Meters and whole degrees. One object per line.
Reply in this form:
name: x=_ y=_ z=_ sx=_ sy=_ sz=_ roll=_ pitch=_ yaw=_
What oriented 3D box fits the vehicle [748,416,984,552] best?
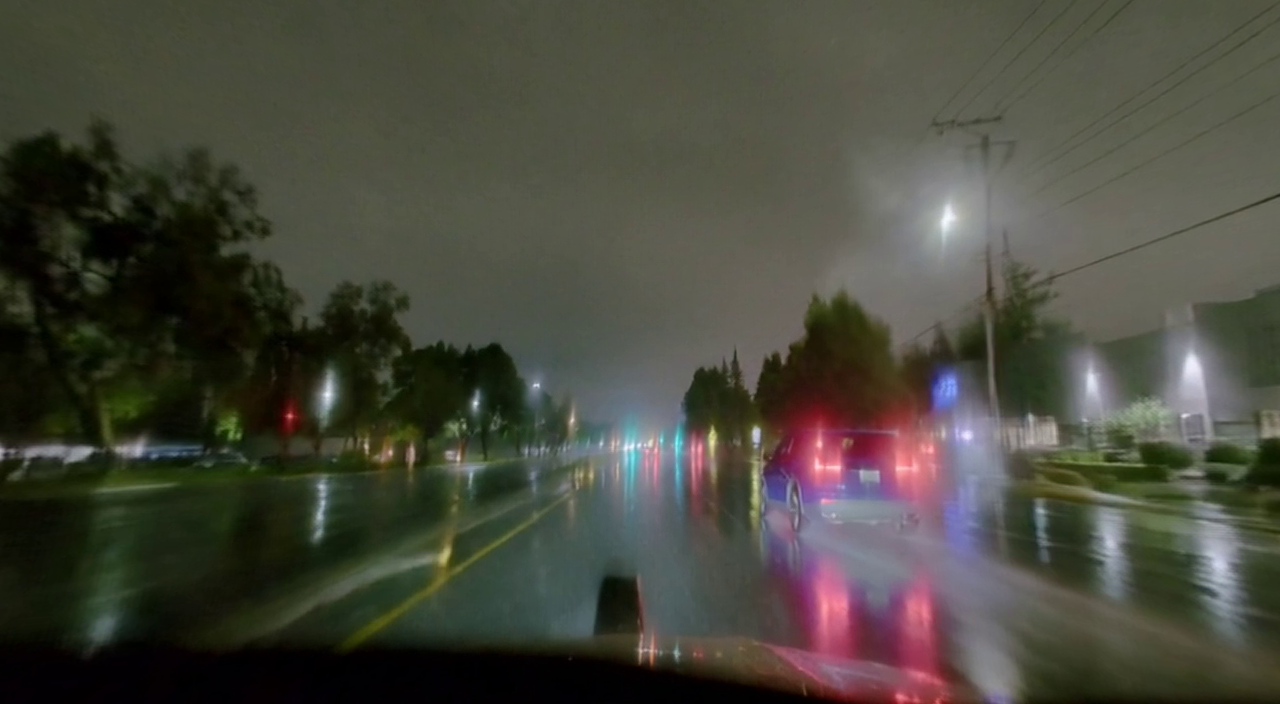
vehicle: x=3.193 y=1.967 z=10.073 sx=2.060 sy=1.665 sz=4.284 roll=0 pitch=-9 yaw=-1
